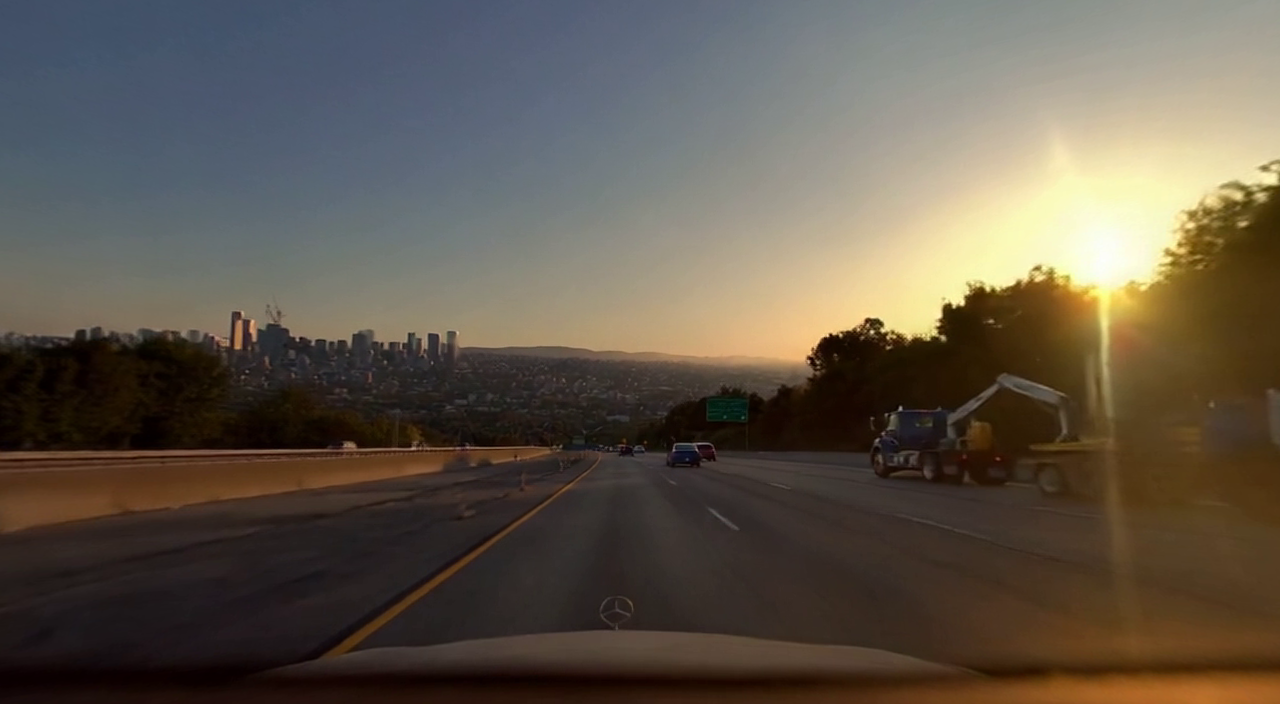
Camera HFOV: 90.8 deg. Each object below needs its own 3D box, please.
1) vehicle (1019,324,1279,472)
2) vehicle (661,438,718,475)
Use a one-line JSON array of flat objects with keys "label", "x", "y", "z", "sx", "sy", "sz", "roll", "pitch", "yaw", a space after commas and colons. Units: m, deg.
[{"label": "vehicle", "x": 14.057, "y": 1.462, "z": 16.906, "sx": 3.476, "sy": 3.195, "sz": 6.407, "roll": 1, "pitch": -8, "yaw": -4}, {"label": "vehicle", "x": 2.400, "y": 5.283, "z": 32.123, "sx": 2.305, "sy": 1.729, "sz": 4.526, "roll": 1, "pitch": -8, "yaw": -3}]
